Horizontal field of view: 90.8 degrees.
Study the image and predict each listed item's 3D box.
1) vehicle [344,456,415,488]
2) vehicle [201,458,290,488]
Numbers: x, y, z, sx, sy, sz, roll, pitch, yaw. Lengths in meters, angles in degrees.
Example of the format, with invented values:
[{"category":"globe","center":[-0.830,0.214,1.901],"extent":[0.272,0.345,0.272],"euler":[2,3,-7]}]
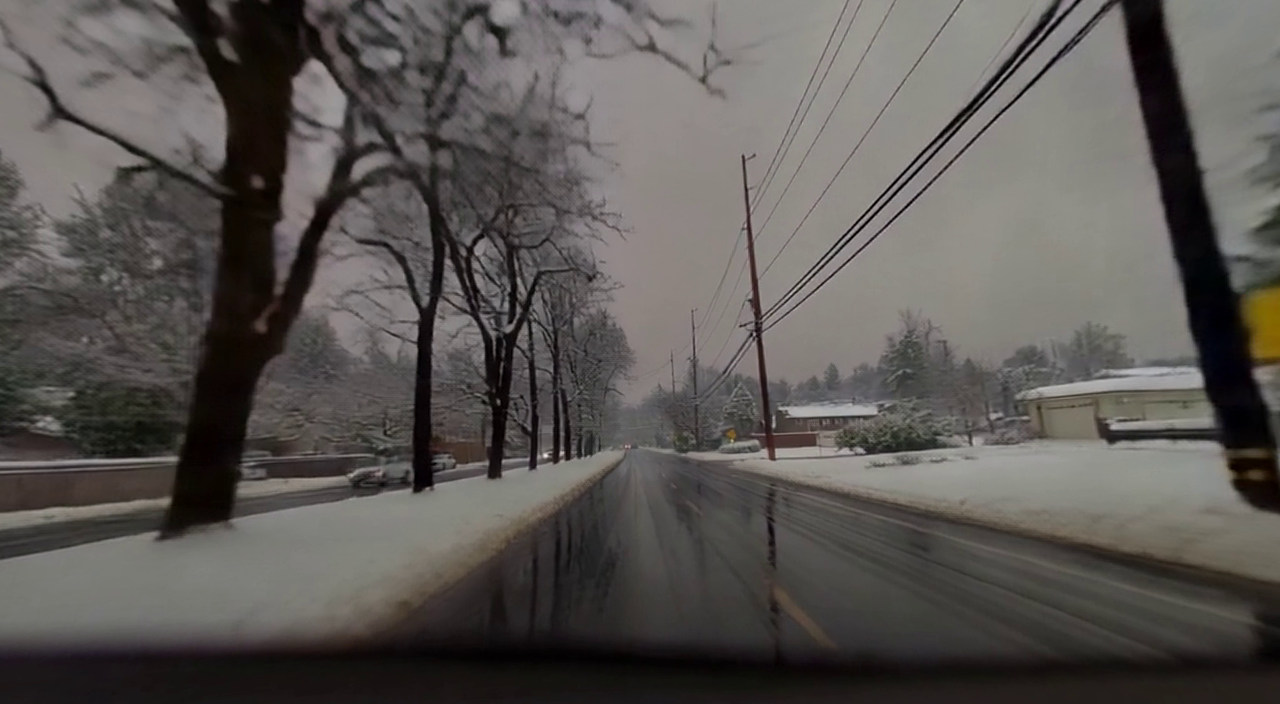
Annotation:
[{"category":"vehicle","center":[-13.489,6.215,33.030],"extent":[1.897,1.451,4.298],"euler":[-2,-9,0]},{"category":"vehicle","center":[-27.656,8.472,44.403],"extent":[4.922,1.669,2.034],"euler":[-4,-9,-4]}]
